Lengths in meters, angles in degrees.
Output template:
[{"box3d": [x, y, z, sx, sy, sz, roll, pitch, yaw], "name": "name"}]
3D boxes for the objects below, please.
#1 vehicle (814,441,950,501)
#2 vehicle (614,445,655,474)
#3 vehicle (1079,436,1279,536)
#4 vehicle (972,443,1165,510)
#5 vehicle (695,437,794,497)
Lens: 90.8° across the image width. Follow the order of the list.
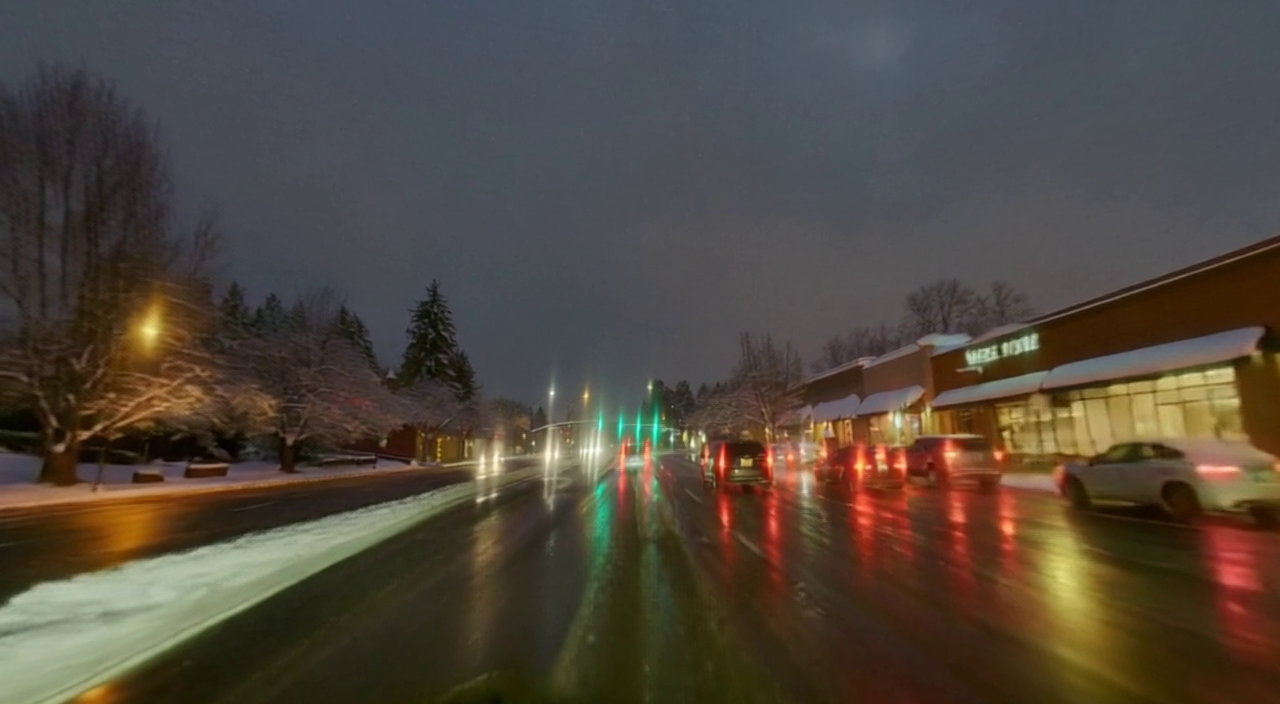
[{"box3d": [6.619, 3.283, 17.902, 1.952, 1.449, 4.544, 0, -8, -2], "name": "vehicle"}, {"box3d": [-0.295, 5.700, 33.818, 2.052, 1.461, 4.324, 0, -8, -1], "name": "vehicle"}, {"box3d": [10.599, 2.342, 11.712, 2.000, 1.514, 3.811, 0, -8, -4], "name": "vehicle"}, {"box3d": [10.479, 3.040, 15.961, 1.763, 1.430, 4.427, 0, -8, 0], "name": "vehicle"}, {"box3d": [2.942, 3.377, 18.935, 2.072, 1.545, 4.578, 0, -8, -1], "name": "vehicle"}]
